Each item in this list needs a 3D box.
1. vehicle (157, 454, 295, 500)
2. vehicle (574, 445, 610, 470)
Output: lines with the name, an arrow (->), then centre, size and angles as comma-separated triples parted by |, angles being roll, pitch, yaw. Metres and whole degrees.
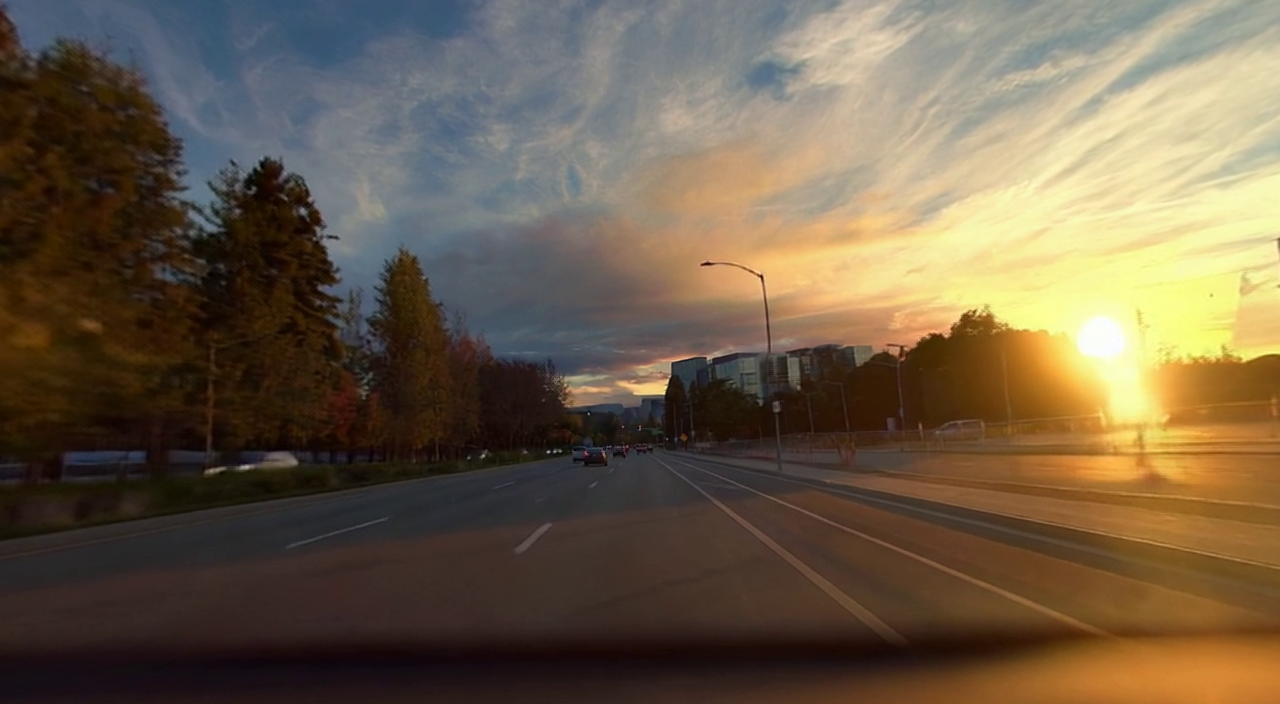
vehicle -> -15.252, 4.598, 23.675 | 1.882, 1.472, 4.796 | 0, -8, 1
vehicle -> -3.327, 7.356, 44.434 | 2.121, 1.654, 3.993 | 0, -8, 1
